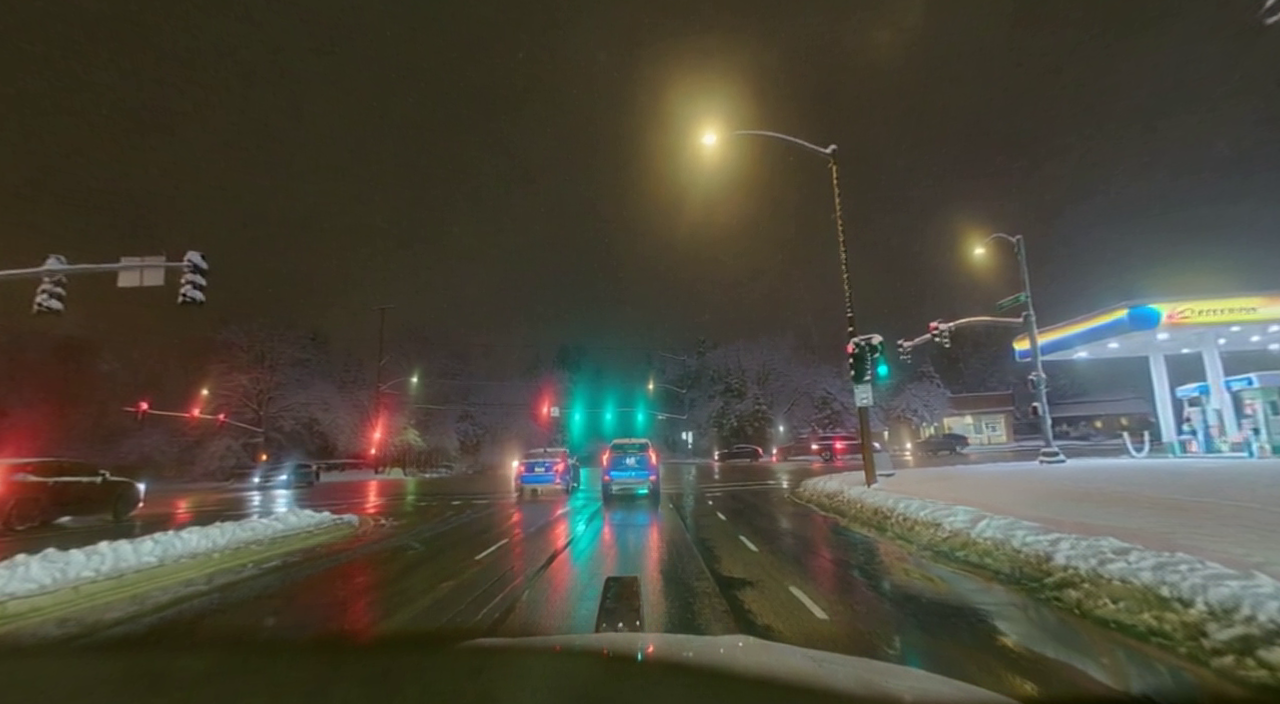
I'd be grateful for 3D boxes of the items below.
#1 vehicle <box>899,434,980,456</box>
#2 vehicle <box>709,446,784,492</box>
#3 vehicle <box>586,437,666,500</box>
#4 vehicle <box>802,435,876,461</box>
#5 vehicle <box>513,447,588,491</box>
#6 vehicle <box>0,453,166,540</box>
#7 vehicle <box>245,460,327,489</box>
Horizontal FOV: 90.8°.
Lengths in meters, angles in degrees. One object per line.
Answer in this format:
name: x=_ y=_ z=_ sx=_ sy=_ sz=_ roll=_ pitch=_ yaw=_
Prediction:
vehicle: x=20.680 y=6.445 z=43.723 sx=4.700 sy=1.417 sz=1.789 roll=-1 pitch=-8 yaw=2
vehicle: x=3.898 y=4.087 z=22.556 sx=1.976 sy=1.462 sz=4.342 roll=-3 pitch=-9 yaw=18
vehicle: x=-0.341 y=3.564 z=19.712 sx=2.210 sy=1.722 sz=4.215 roll=0 pitch=-8 yaw=2
vehicle: x=13.791 y=6.676 z=44.002 sx=4.524 sy=1.681 sz=1.823 roll=0 pitch=-8 yaw=0
vehicle: x=-3.254 y=4.345 z=23.875 sx=2.003 sy=1.492 sz=4.291 roll=-1 pitch=-8 yaw=3
vehicle: x=-13.451 y=3.123 z=14.149 sx=1.995 sy=1.626 sz=4.592 roll=0 pitch=-8 yaw=2
vehicle: x=-20.954 y=7.235 z=37.656 sx=1.949 sy=1.480 sz=4.932 roll=0 pitch=-8 yaw=1
